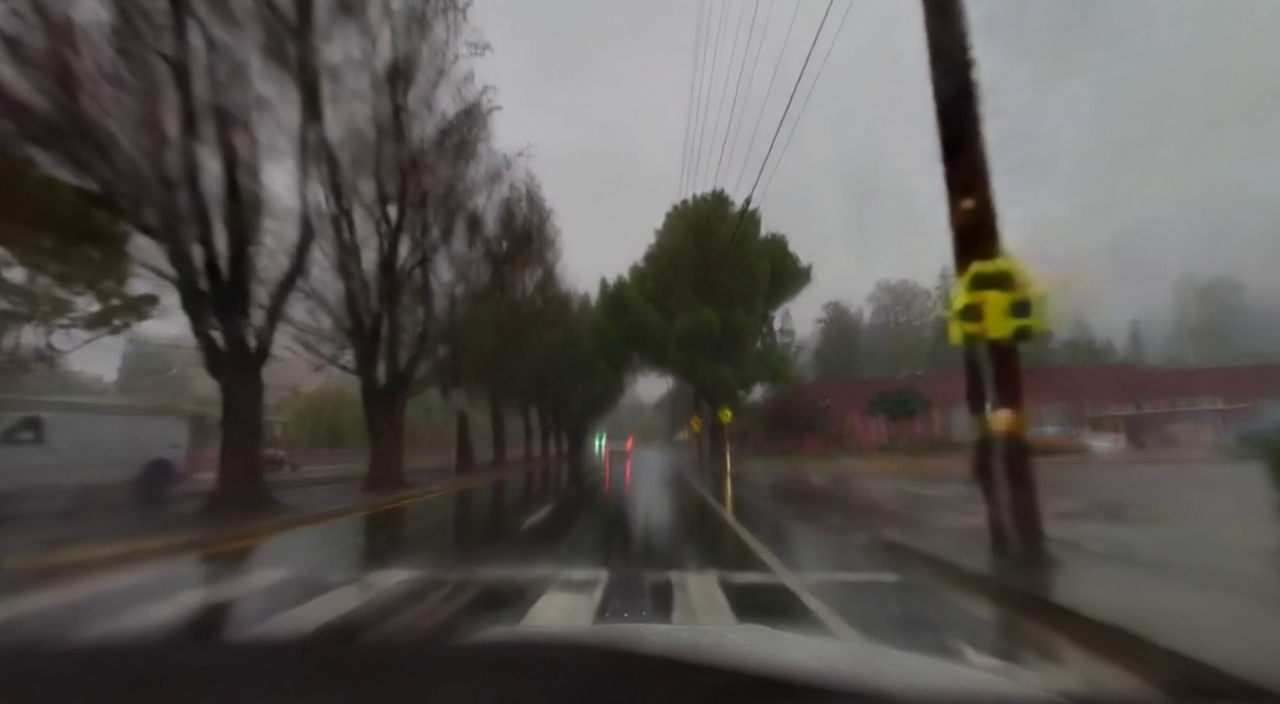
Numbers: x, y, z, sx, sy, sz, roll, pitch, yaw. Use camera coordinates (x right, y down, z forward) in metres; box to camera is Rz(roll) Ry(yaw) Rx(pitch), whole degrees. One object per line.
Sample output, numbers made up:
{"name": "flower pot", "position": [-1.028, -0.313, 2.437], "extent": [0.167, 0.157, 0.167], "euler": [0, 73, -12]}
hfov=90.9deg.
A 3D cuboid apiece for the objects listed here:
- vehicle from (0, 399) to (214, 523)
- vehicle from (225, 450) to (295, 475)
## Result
{"name": "vehicle", "position": [-12.961, 2.288, 13.550], "extent": [2.798, 2.249, 6.296], "euler": [-1, -8, 5]}
{"name": "vehicle", "position": [-24.949, 7.256, 41.526], "extent": [1.805, 1.461, 4.321], "euler": [0, -8, 2]}
